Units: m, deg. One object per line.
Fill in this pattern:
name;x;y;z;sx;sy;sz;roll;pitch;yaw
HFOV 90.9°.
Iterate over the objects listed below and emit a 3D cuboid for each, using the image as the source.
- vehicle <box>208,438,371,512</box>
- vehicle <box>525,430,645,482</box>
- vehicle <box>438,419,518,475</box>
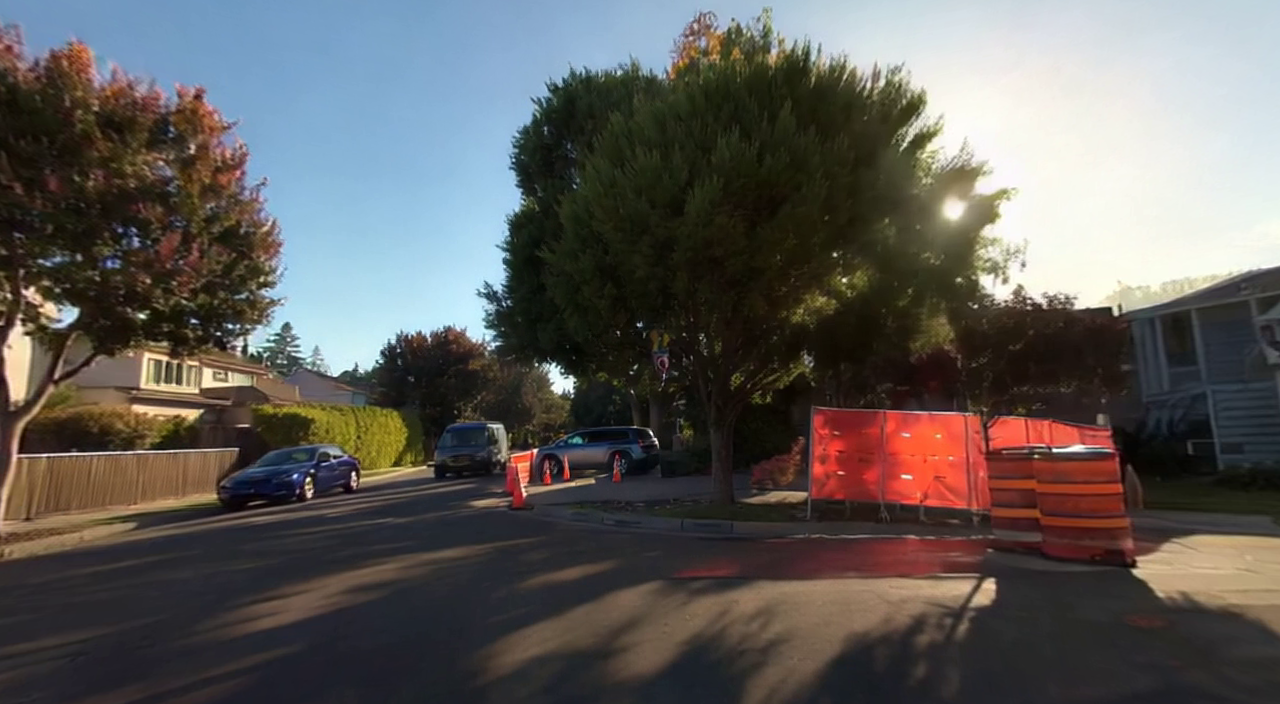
vehicle;-8.341;2.893;15.482;1.899;1.524;4.082;0;-8;-5
vehicle;-1.625;3.223;19.955;1.827;1.436;4.070;-4;-9;28
vehicle;-6.274;3.716;24.971;2.219;1.984;4.712;0;-8;-4
